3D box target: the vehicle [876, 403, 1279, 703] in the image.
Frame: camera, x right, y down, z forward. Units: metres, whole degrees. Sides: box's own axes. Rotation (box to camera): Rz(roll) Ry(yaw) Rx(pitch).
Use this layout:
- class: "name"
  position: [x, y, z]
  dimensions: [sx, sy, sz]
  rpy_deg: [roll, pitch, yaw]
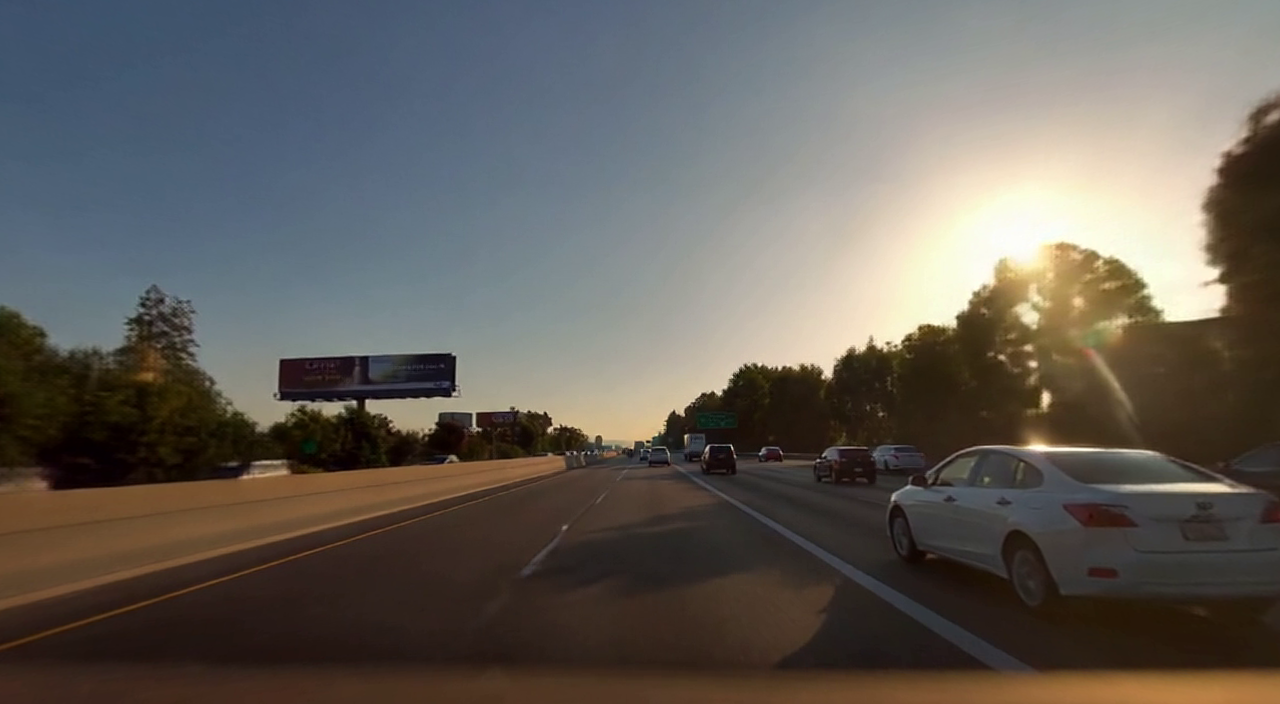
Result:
- class: "vehicle"
  position: [3.914, 1.387, 5.472]
  dimensions: [1.989, 1.609, 4.355]
  rpy_deg: [0, -8, -1]

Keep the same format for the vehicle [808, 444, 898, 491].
- class: "vehicle"
  position: [7.696, 4.183, 23.260]
  dimensions: [1.807, 1.558, 4.352]
  rpy_deg: [0, -8, 0]

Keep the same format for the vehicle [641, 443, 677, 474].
- class: "vehicle"
  position: [1.162, 6.717, 40.048]
  dimensions: [2.145, 1.832, 4.004]
  rpy_deg: [-1, -8, 1]

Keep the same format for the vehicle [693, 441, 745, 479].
- class: "vehicle"
  position: [4.077, 5.662, 33.332]
  dimensions: [2.075, 1.845, 4.667]
  rpy_deg: [0, -8, -1]

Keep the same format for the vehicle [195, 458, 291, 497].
- class: "vehicle"
  position: [-20.161, 6.377, 32.315]
  dimensions: [2.066, 1.746, 4.308]
  rpy_deg: [-1, -8, 0]
